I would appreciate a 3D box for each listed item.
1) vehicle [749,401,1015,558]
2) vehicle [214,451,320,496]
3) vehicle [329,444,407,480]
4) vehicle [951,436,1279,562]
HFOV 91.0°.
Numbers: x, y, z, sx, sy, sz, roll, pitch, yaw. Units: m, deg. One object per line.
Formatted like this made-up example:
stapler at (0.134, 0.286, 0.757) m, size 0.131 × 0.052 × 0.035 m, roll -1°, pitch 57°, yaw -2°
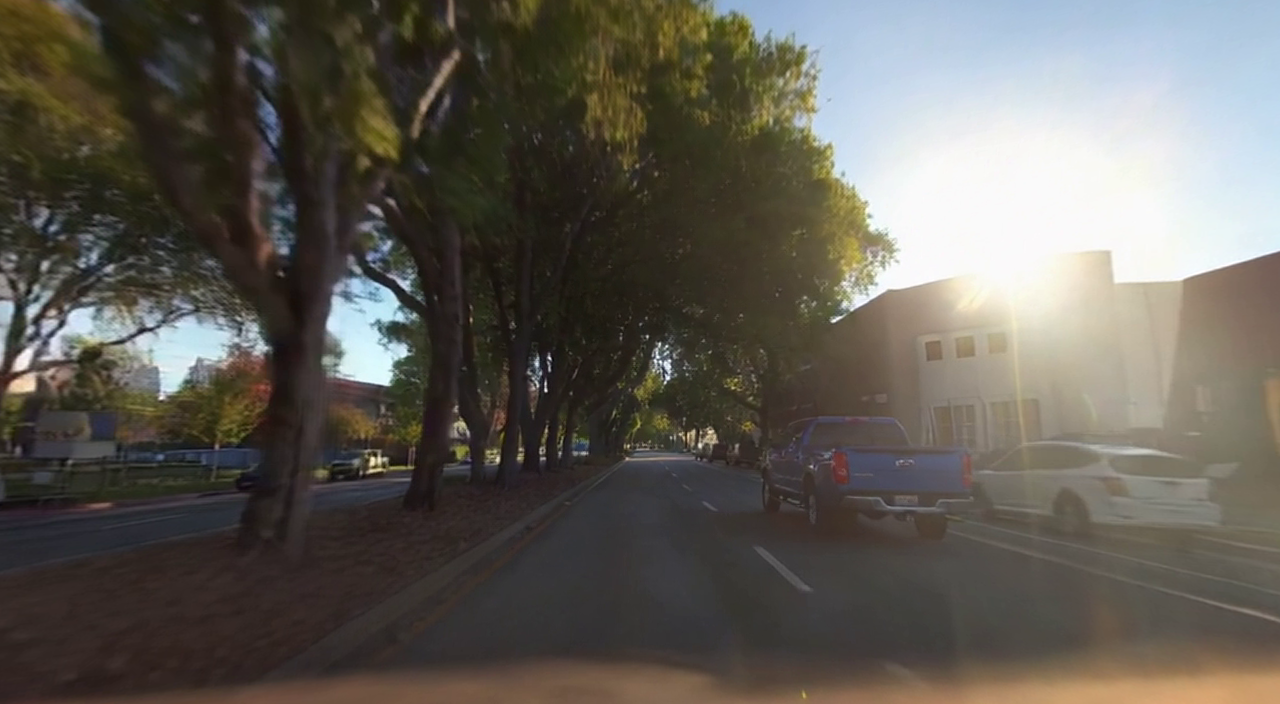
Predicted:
vehicle at (3.309, 1.899, 10.131) m, size 2.085 × 1.828 × 5.383 m, roll 0°, pitch -9°, yaw -1°
vehicle at (-16.012, 5.192, 27.359) m, size 1.919 × 1.616 × 4.723 m, roll -4°, pitch -8°, yaw -2°
vehicle at (-15.607, 6.335, 36.476) m, size 2.097 × 1.852 × 5.090 m, roll -2°, pitch -9°, yaw 2°
vehicle at (7.384, 2.231, 10.516) m, size 1.863 × 1.588 × 4.670 m, roll 0°, pitch -8°, yaw -2°
